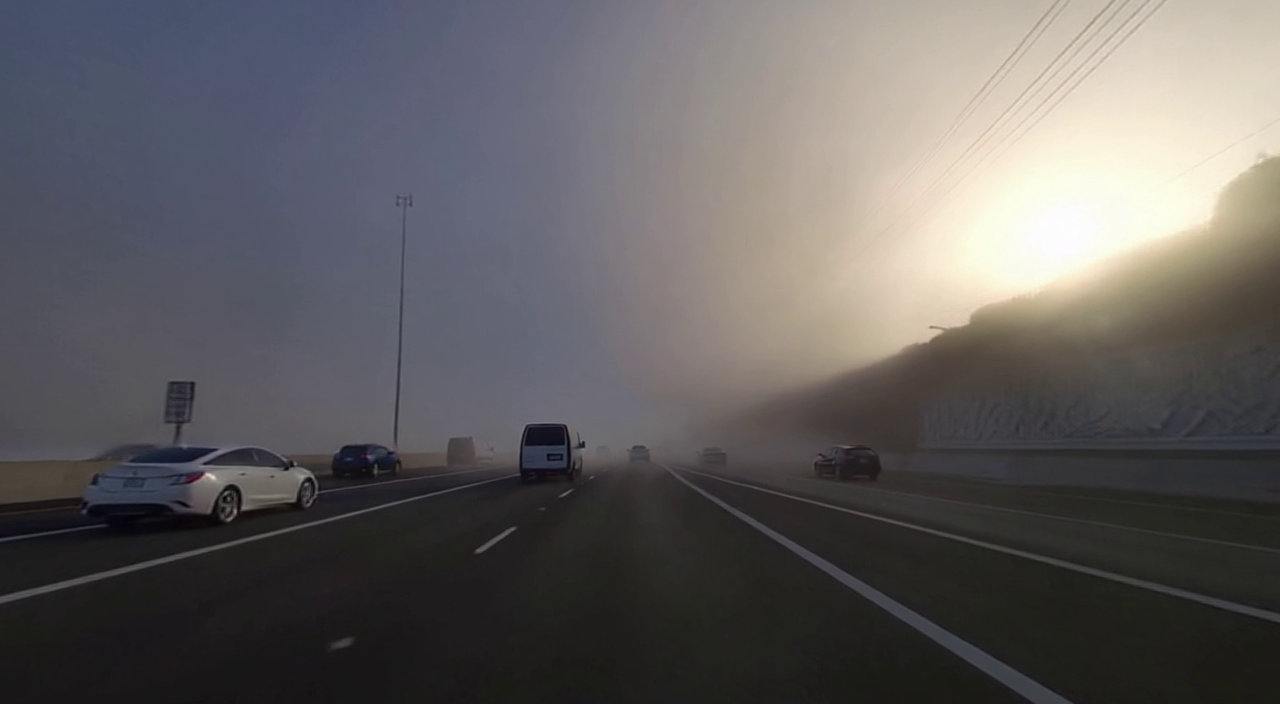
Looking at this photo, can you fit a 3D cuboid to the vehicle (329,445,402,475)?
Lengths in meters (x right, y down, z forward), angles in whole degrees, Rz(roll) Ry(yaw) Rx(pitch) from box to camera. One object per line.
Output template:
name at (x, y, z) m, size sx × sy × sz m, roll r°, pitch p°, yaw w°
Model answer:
vehicle at (-15.138, 5.982, 35.078) m, size 1.937 × 1.523 × 4.708 m, roll 0°, pitch -9°, yaw 0°

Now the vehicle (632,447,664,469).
vehicle at (0.533, 7.425, 44.334) m, size 2.084 × 1.492 × 4.137 m, roll 0°, pitch -9°, yaw -2°

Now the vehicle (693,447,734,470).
vehicle at (5.140, 7.482, 44.564) m, size 2.095 × 1.504 × 4.536 m, roll 0°, pitch -9°, yaw -3°

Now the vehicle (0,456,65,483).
vehicle at (-37.159, 7.012, 37.715) m, size 1.696 × 1.480 × 3.825 m, roll 0°, pitch -9°, yaw 0°

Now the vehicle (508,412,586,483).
vehicle at (-3.789, 4.084, 26.940) m, size 2.395 × 2.660 × 5.827 m, roll 0°, pitch -9°, yaw 0°

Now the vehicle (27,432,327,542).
vehicle at (-7.680, 2.257, 11.193) m, size 1.967 × 1.525 × 4.458 m, roll 0°, pitch -9°, yaw -1°

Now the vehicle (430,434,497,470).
vehicle at (-11.579, 6.637, 41.902) m, size 2.596 × 2.162 × 6.328 m, roll 0°, pitch -9°, yaw 0°

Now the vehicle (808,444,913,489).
vehicle at (7.837, 4.101, 22.914) m, size 2.052 × 1.470 × 4.364 m, roll 0°, pitch -9°, yaw -3°
